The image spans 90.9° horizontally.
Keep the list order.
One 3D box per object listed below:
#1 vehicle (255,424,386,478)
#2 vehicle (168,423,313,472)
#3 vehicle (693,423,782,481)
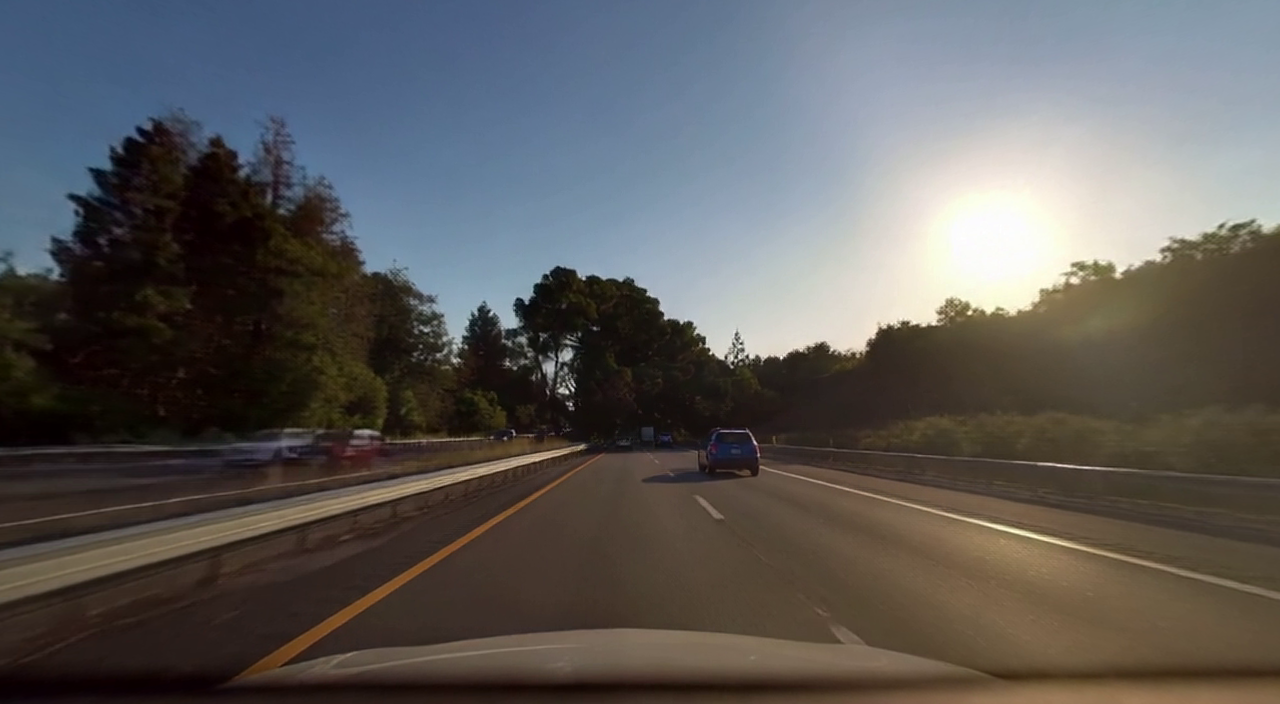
[{"bbox_3d":[-9.251,2.880,18.673,1.852,1.421,3.905,0,-8,-1],"label":"vehicle"},{"bbox_3d":[-13.496,3.241,21.731,1.963,1.492,4.664,0,-8,-1],"label":"vehicle"},{"bbox_3d":[3.053,3.233,20.776,2.085,1.681,4.436,0,-8,-2],"label":"vehicle"}]
